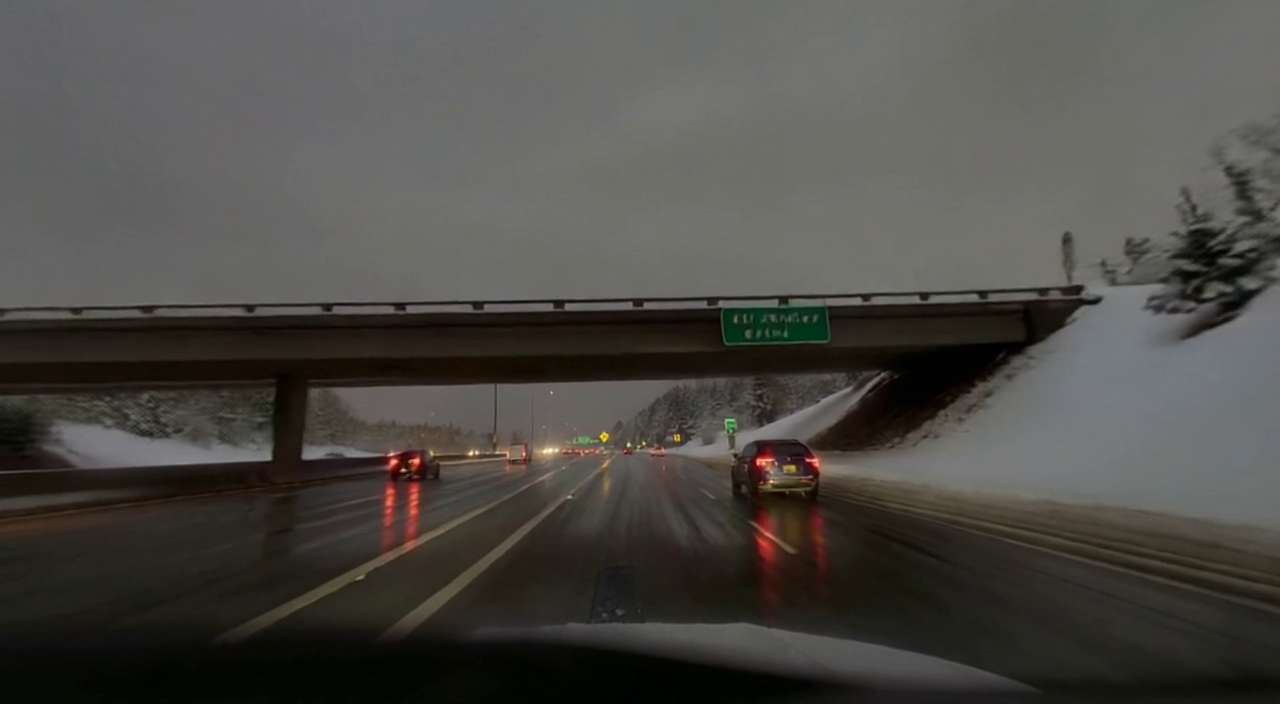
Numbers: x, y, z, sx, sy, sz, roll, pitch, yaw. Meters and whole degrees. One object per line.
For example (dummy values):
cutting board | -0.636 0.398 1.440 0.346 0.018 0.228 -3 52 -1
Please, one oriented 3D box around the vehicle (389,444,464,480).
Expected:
vehicle | -9.985 5.152 29.833 2.072 1.545 4.687 0 -9 -2

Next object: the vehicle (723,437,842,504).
vehicle | 3.617 3.097 16.893 2.079 1.535 4.316 0 -9 -2
